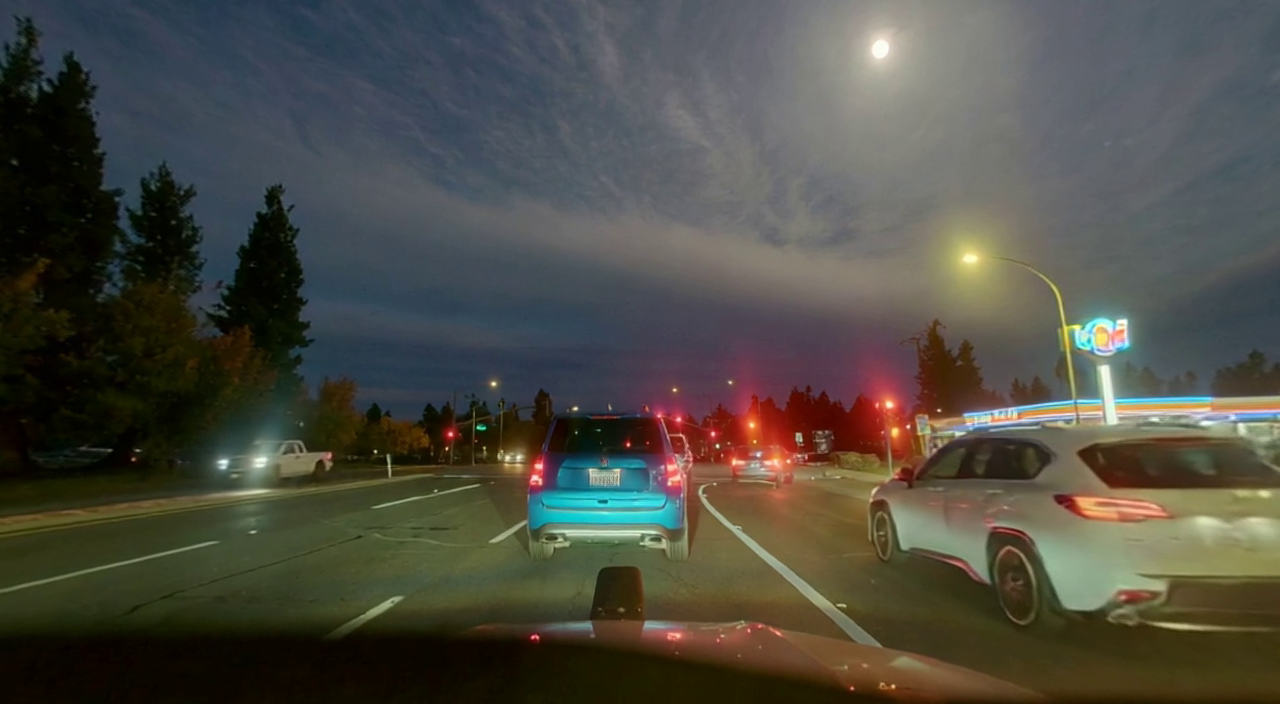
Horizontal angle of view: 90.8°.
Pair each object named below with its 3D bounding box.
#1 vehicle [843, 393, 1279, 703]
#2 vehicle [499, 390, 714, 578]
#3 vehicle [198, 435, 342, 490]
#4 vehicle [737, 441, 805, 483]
[{"bbox_3d":[3.530,1.323,5.338,2.098,1.555,4.778,0,-9,1],"label":"vehicle"},{"bbox_3d":[-0.303,1.645,8.629,2.096,1.837,4.687,0,-9,1],"label":"vehicle"},{"bbox_3d":[-12.738,3.823,22.238,2.108,1.683,4.861,0,-9,0],"label":"vehicle"},{"bbox_3d":[5.148,4.364,25.346,1.883,1.496,4.236,0,-9,1],"label":"vehicle"}]
